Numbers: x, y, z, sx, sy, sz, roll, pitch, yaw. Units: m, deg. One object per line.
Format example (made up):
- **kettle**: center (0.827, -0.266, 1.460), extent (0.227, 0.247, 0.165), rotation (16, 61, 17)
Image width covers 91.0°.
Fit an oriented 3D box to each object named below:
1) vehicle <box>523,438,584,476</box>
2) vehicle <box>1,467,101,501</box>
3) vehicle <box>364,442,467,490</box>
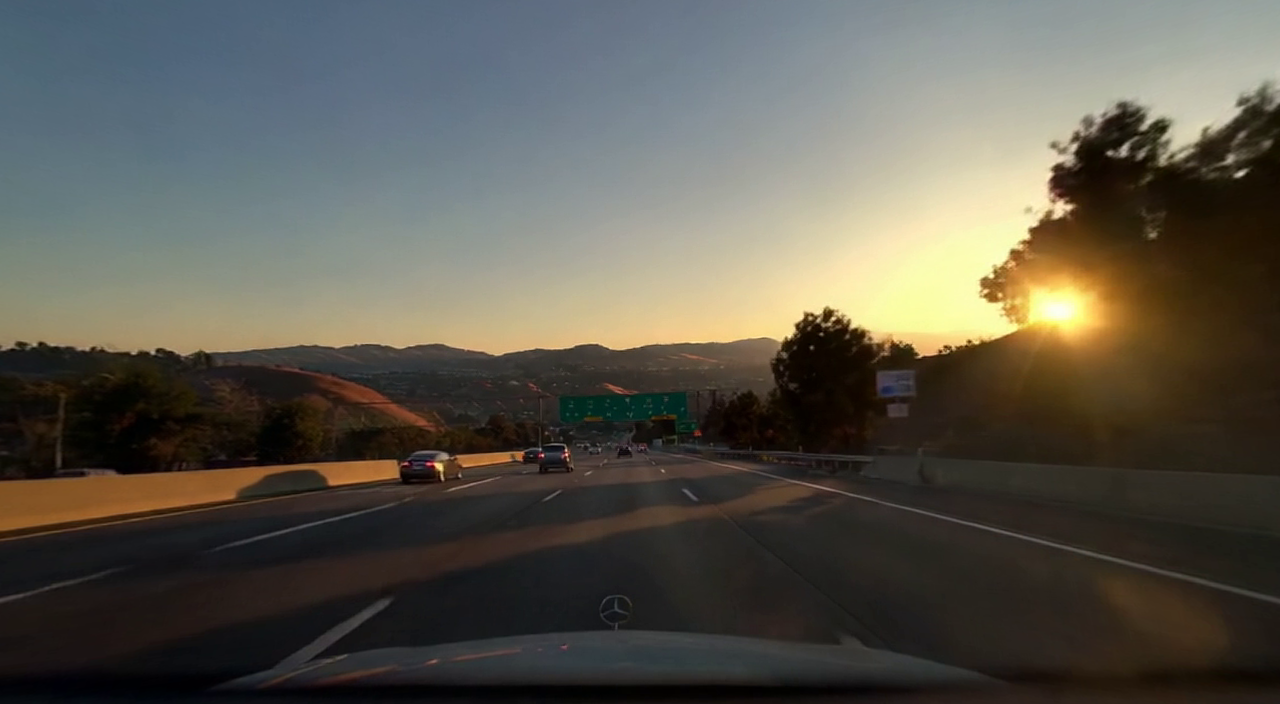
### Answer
- **vehicle**: center (-4.079, 5.017, 30.558), extent (2.200, 1.662, 5.091), rotation (-1, -8, 0)
- **vehicle**: center (-31.519, 7.041, 33.826), extent (1.715, 1.540, 3.744), rotation (0, -8, -1)
- **vehicle**: center (-7.889, 4.004, 22.647), extent (1.924, 1.519, 4.791), rotation (-1, -8, 0)
